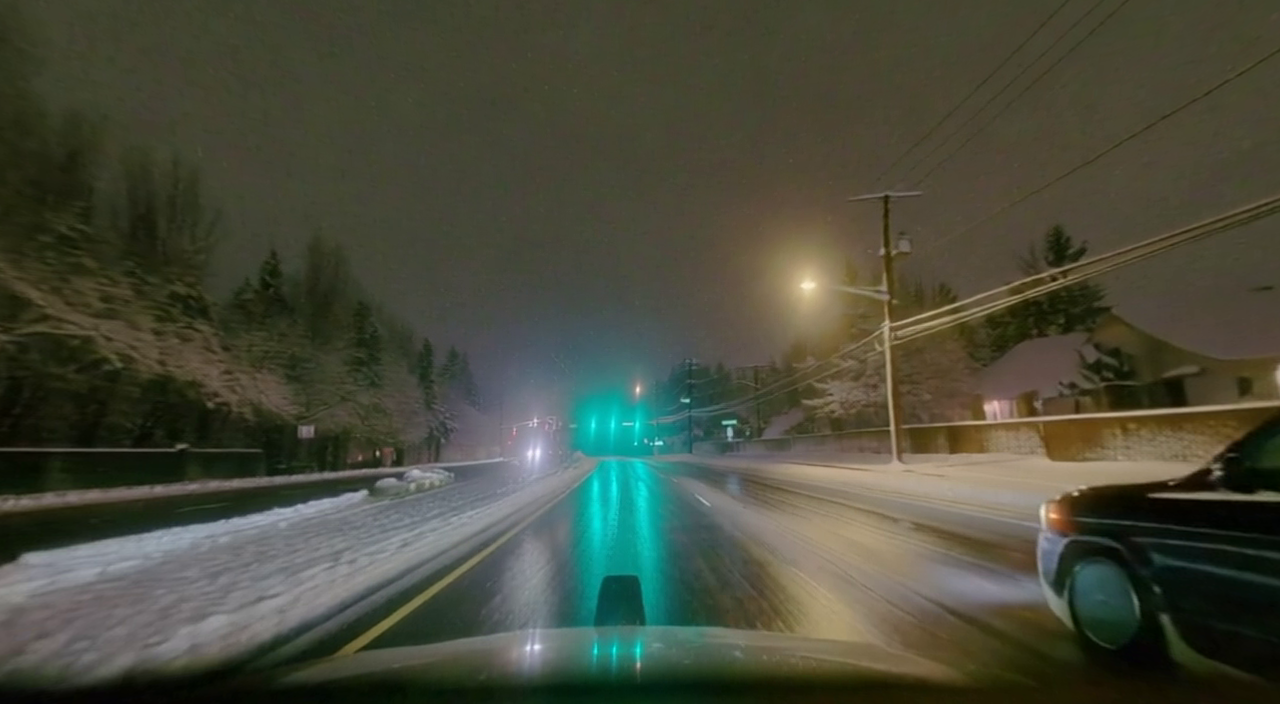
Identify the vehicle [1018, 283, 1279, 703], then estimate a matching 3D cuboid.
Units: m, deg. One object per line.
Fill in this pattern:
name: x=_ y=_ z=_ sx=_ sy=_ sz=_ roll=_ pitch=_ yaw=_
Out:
vehicle: x=3.982 y=0.530 z=1.406 sx=2.379 sy=2.017 sz=6.089 roll=0 pitch=-8 yaw=-2
